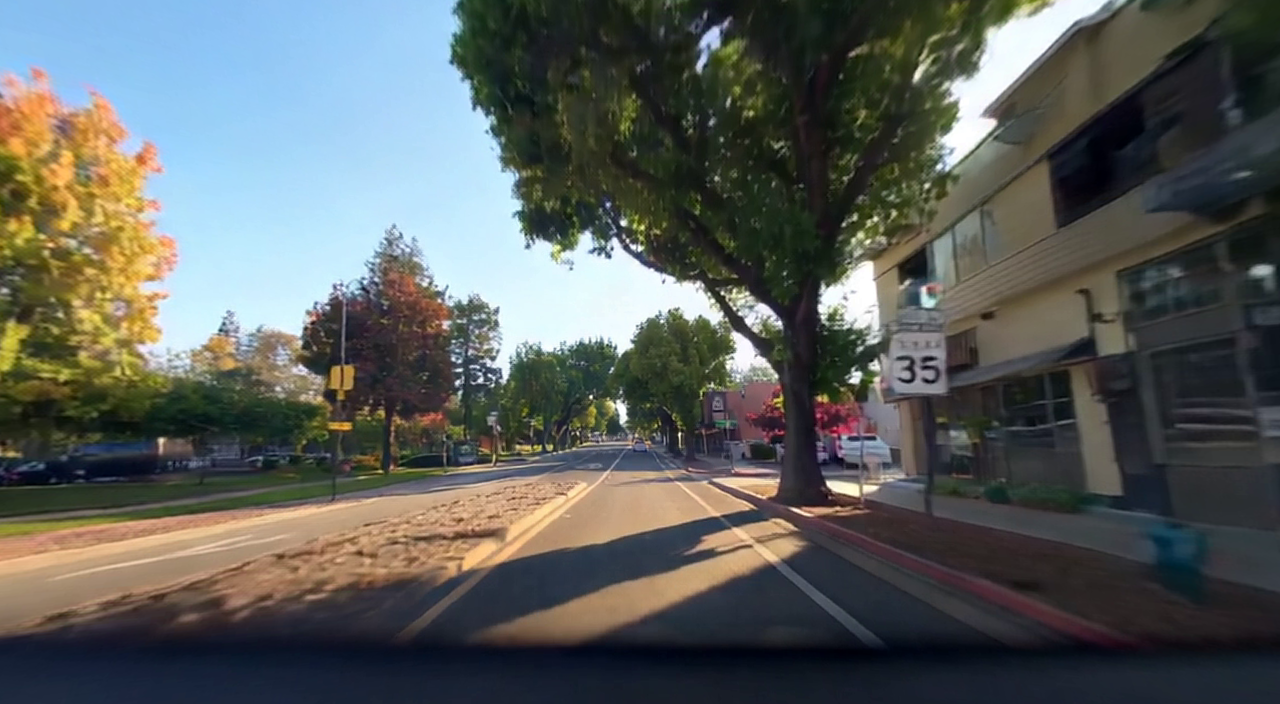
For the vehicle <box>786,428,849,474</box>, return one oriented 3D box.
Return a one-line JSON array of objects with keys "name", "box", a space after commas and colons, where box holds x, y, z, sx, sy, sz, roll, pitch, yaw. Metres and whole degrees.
[{"name": "vehicle", "box": [11.144, 6.340, 40.030, 2.001, 1.744, 4.449, -4, -21, -9]}]
